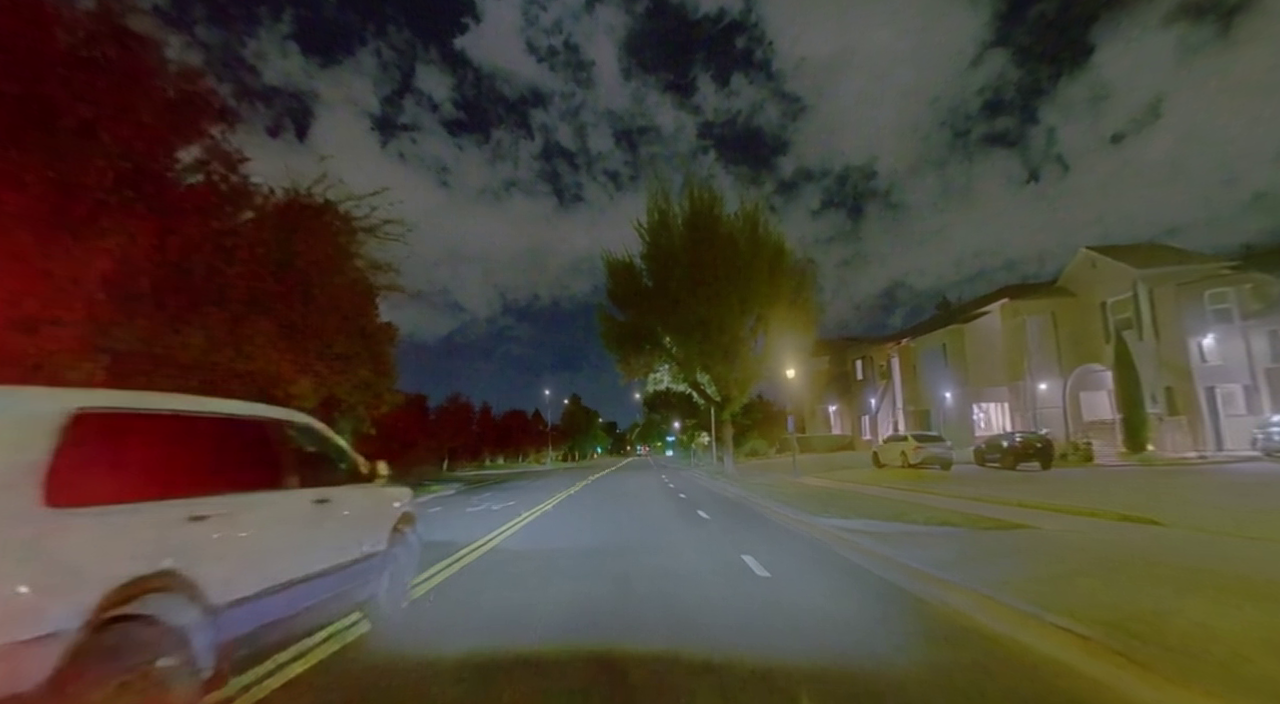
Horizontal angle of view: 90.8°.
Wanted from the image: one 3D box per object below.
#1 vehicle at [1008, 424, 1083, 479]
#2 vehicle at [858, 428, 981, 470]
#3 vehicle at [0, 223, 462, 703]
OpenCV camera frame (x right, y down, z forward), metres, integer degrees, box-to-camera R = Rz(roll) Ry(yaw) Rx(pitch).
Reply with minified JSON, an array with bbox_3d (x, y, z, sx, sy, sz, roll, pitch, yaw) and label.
[{"bbox_3d":[13.864,3.409,21.763,1.860,1.697,4.292,-5,-10,30],"label":"vehicle"},{"bbox_3d":[9.436,3.355,21.839,1.922,1.263,4.664,0,-9,-3],"label":"vehicle"},{"bbox_3d":[-2.958,0.961,4.042,2.210,2.023,4.663,0,-9,0],"label":"vehicle"}]
